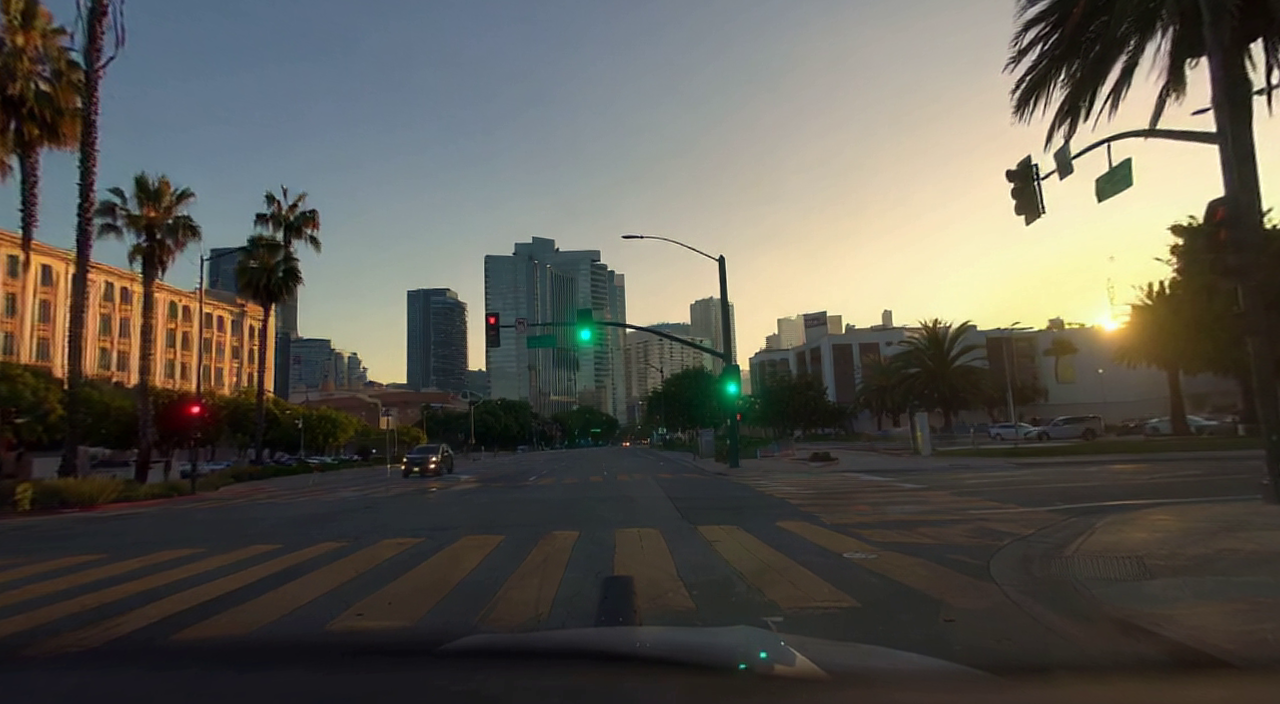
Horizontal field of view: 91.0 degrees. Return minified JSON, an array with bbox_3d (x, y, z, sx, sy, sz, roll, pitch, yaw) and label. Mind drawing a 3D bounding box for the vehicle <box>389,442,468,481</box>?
[{"bbox_3d":[-10.742,5.581,32.364,2.270,1.833,4.860,0,-9,1],"label":"vehicle"}]
